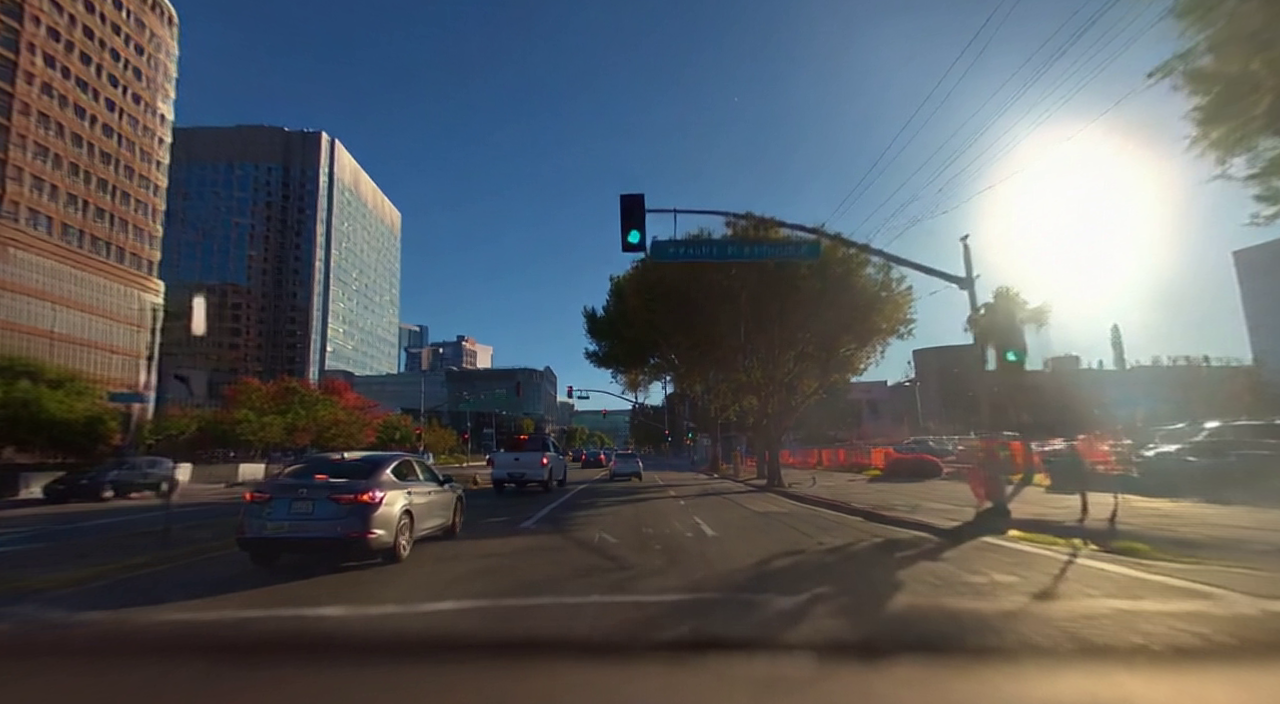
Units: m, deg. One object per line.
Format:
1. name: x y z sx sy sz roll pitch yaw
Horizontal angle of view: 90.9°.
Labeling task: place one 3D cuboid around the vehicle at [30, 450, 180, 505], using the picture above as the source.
1. vehicle: -19.618 4.557 23.414 1.892 1.705 4.321 -1 -8 -3

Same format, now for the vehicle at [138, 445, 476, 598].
1. vehicle: -3.709 1.925 8.214 1.959 1.406 4.527 0 -9 0

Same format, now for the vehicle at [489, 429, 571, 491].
1. vehicle: -3.961 3.981 23.598 2.240 2.054 4.662 0 -9 0

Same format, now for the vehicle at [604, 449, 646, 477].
1. vehicle: -0.811 6.132 35.017 2.171 1.422 4.146 0 -9 -1
